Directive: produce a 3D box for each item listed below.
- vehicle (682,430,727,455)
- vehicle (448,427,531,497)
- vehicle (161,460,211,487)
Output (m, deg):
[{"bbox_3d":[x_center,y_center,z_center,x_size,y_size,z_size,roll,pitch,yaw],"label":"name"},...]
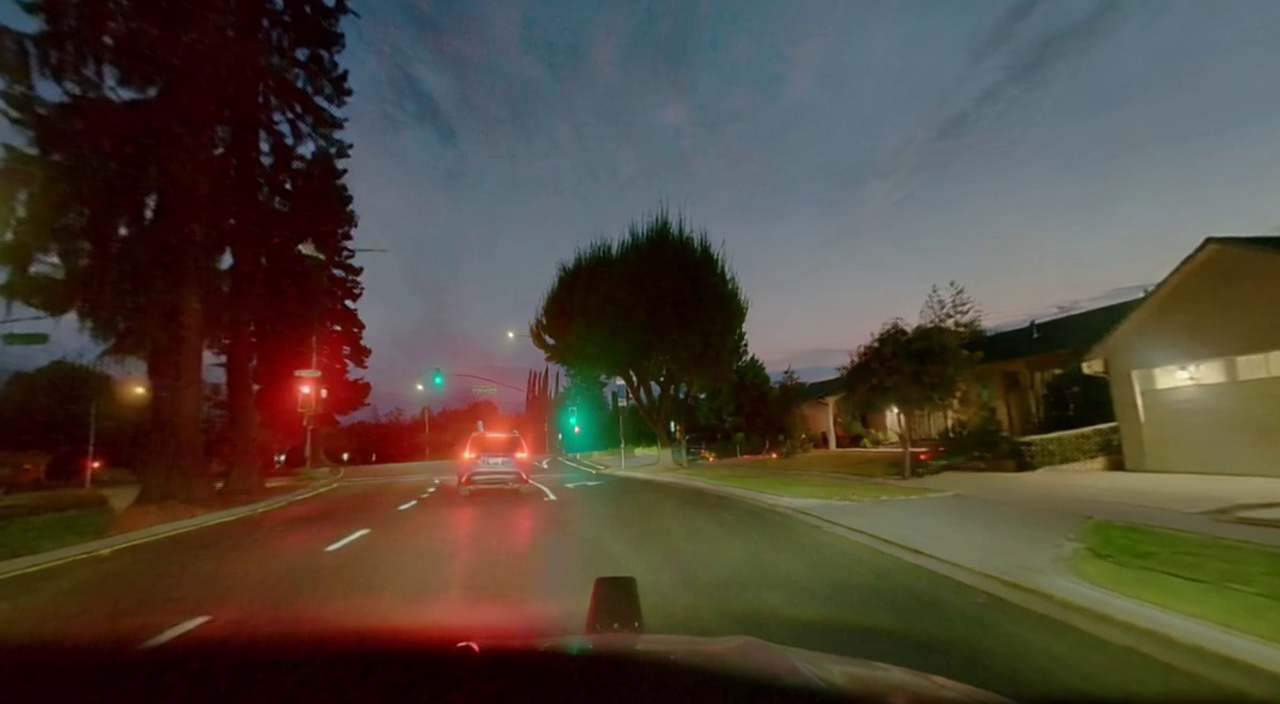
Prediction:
[{"bbox_3d":[4.063,5.800,40.504,1.911,1.516,4.251,1,-9,-8],"label":"vehicle"},{"bbox_3d":[-4.250,3.054,17.898,1.990,1.707,4.225,2,-9,-13],"label":"vehicle"},{"bbox_3d":[-31.798,8.455,44.366,1.943,1.677,4.176,3,-9,-23],"label":"vehicle"}]
